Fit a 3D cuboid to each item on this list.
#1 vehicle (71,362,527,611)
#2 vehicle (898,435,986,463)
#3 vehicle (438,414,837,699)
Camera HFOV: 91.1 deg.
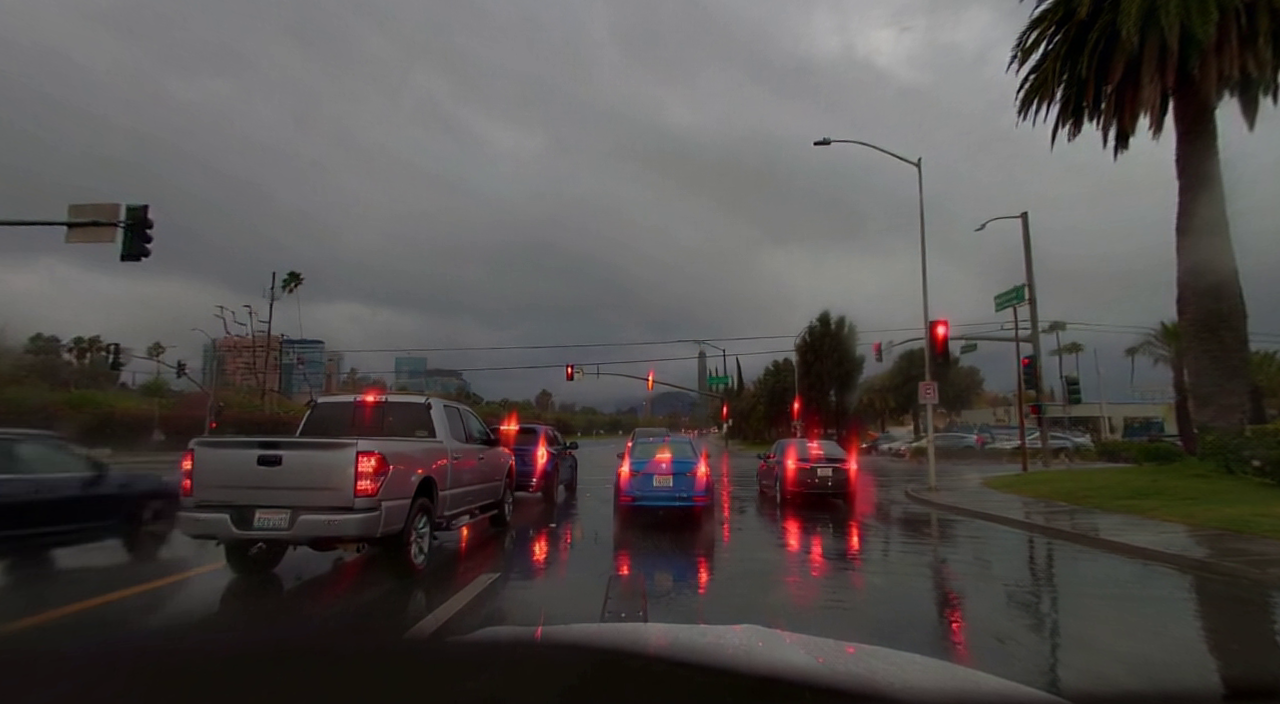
[{"bbox_3d":[-3.246,1.475,7.895,2.330,1.969,5.626,-1,-8,3],"label":"vehicle"},{"bbox_3d":[18.823,6.082,39.293,4.466,1.717,1.963,0,-8,2],"label":"vehicle"},{"bbox_3d":[0.017,1.400,5.501,2.122,1.501,4.152,0,-8,1],"label":"vehicle"}]
